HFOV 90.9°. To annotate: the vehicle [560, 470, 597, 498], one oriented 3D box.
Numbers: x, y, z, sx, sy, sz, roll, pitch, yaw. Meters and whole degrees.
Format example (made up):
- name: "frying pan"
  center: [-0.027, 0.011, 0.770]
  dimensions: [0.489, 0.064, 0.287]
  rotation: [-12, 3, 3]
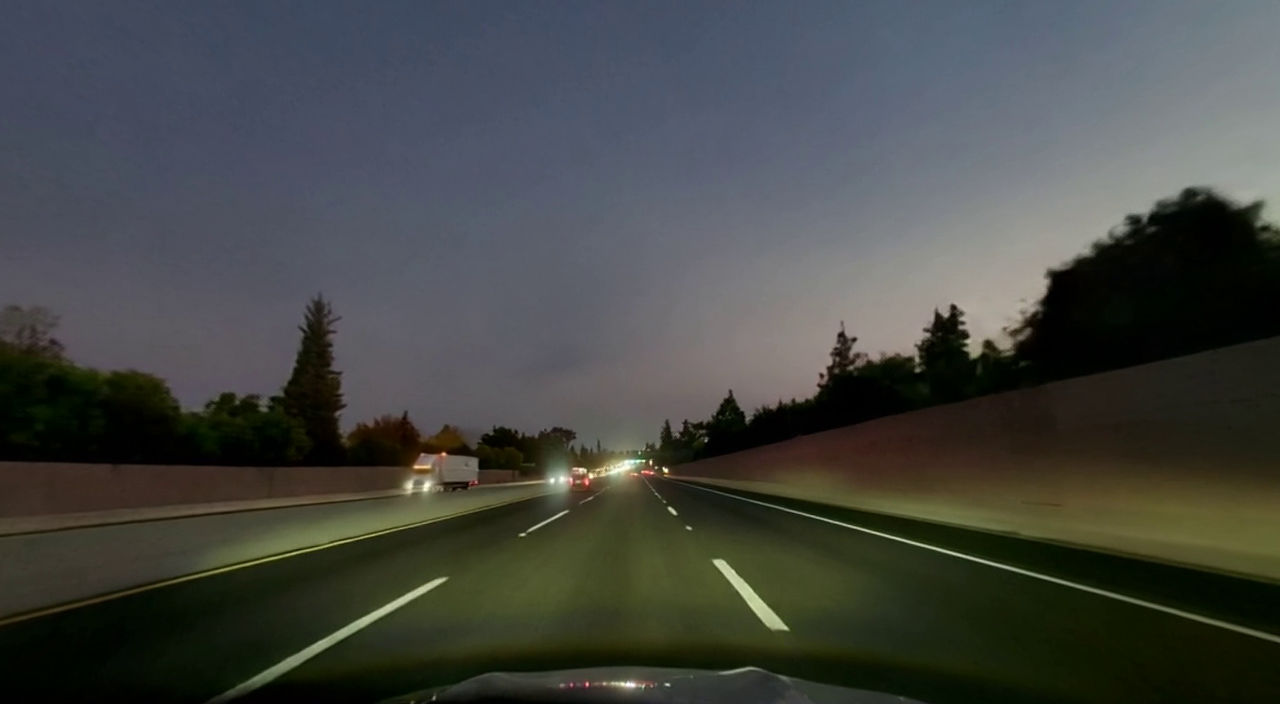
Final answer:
- name: "vehicle"
  center: [-3.558, 7.765, 37.225]
  dimensions: [1.863, 1.486, 3.852]
  rotation: [1, -11, -1]
